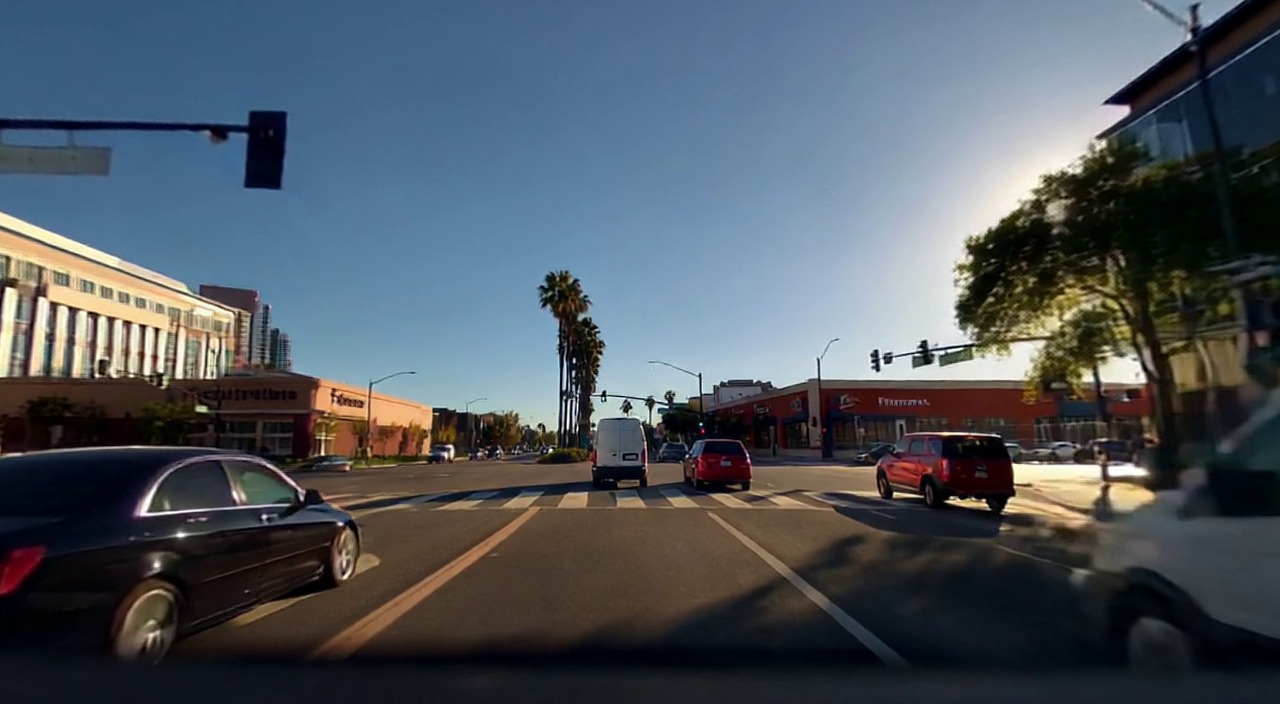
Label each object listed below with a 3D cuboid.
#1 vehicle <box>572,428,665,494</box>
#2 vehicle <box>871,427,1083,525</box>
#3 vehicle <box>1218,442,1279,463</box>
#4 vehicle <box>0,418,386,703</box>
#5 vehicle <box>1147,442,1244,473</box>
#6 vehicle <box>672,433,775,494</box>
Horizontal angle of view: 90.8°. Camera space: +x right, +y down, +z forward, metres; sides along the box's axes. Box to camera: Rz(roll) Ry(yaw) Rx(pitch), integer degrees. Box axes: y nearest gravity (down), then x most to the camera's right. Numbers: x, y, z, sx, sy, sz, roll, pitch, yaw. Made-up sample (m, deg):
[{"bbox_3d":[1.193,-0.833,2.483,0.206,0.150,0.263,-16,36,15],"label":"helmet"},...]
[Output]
[{"bbox_3d":[-0.761,3.771,22.276,2.848,1.991,5.706,0,-9,-2],"label":"vehicle"},{"bbox_3d":[7.010,2.618,13.878,2.023,1.771,4.488,0,-9,-2],"label":"vehicle"},{"bbox_3d":[46.669,7.610,47.991,4.237,1.487,2.028,2,-9,-16],"label":"vehicle"},{"bbox_3d":[-3.573,1.222,4.054,1.997,1.430,4.655,0,-9,-1],"label":"vehicle"},{"bbox_3d":[31.868,6.015,36.259,4.327,1.665,1.953,2,-9,-15],"label":"vehicle"},{"bbox_3d":[2.552,3.603,20.775,2.462,1.736,4.899,0,-9,-3],"label":"vehicle"}]
